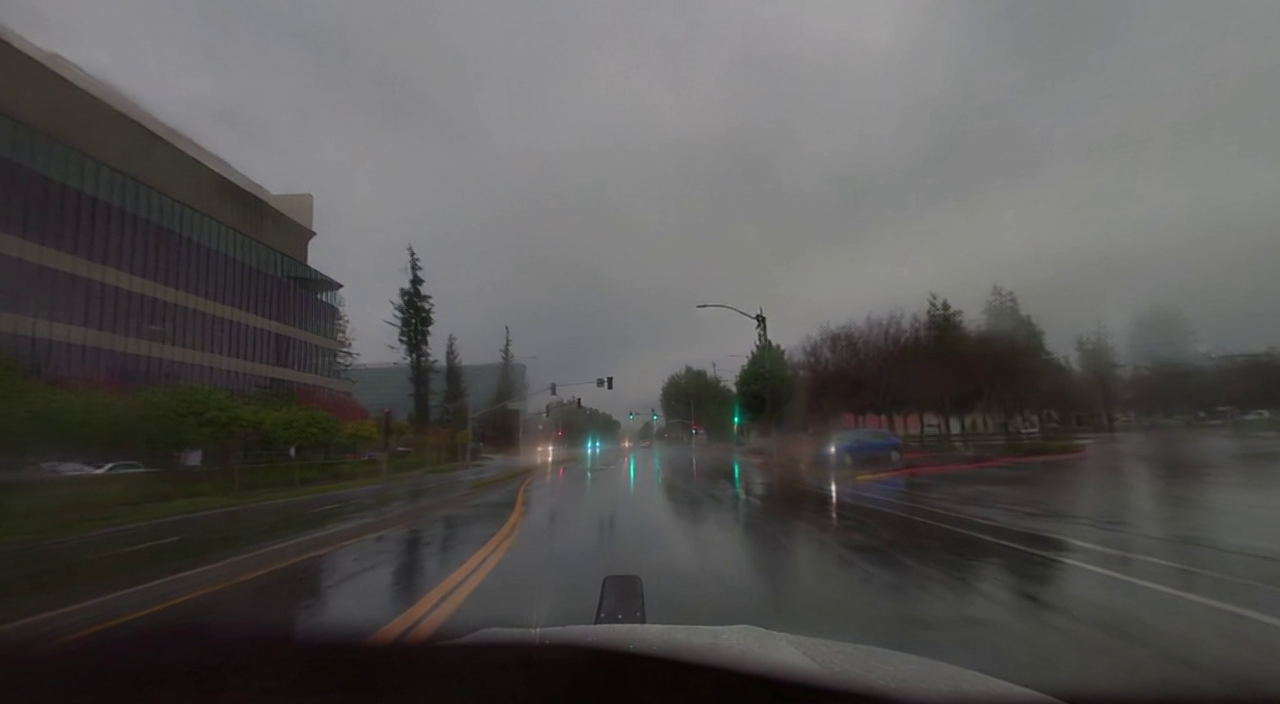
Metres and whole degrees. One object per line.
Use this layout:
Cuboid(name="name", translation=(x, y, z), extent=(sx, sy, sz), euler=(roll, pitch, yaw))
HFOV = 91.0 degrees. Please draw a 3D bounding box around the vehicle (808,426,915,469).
Cuboid(name="vehicle", translation=(10.260, 4.381, 29.089), extent=(4.635, 1.821, 2.087), euler=(5, -10, -31))
